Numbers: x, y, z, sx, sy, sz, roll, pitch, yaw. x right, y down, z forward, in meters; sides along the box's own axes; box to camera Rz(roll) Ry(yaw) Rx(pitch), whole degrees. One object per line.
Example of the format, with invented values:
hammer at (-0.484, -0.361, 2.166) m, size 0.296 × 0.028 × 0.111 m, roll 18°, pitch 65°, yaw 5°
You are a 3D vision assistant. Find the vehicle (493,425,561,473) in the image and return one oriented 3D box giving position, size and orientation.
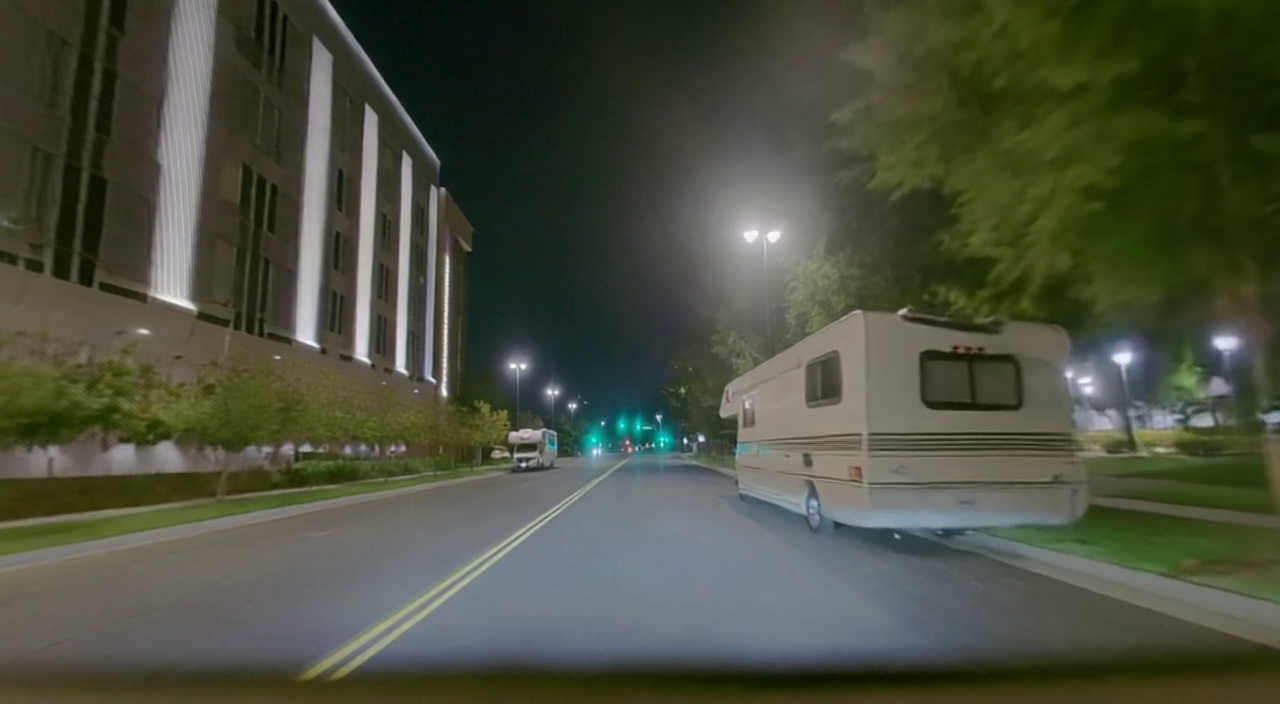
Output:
vehicle at (-7.103, 6.164, 40.856) m, size 3.108 × 2.771 × 7.999 m, roll 0°, pitch -7°, yaw -1°

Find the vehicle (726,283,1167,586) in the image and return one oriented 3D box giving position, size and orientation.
vehicle at (3.742, 1.416, 10.939) m, size 3.074 × 3.099 × 8.805 m, roll 1°, pitch -8°, yaw -1°
